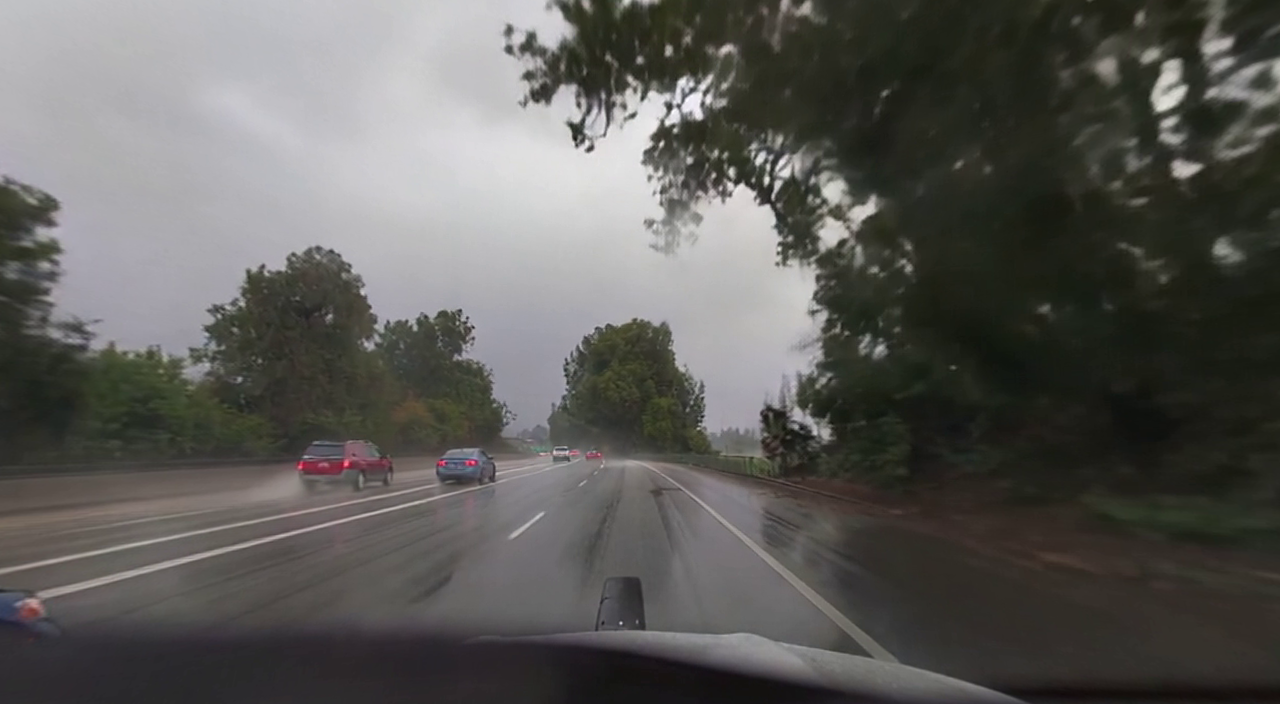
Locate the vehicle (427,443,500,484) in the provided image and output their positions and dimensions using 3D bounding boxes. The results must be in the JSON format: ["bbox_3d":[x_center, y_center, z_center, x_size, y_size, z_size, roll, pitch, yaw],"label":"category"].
[{"bbox_3d":[-7.724,4.916,28.033,2.060,1.680,4.255,0,-9,-1],"label":"vehicle"}]

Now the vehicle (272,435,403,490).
[{"bbox_3d":[-11.754,4.350,25.086,2.425,1.926,5.584,0,-9,0],"label":"vehicle"}]
